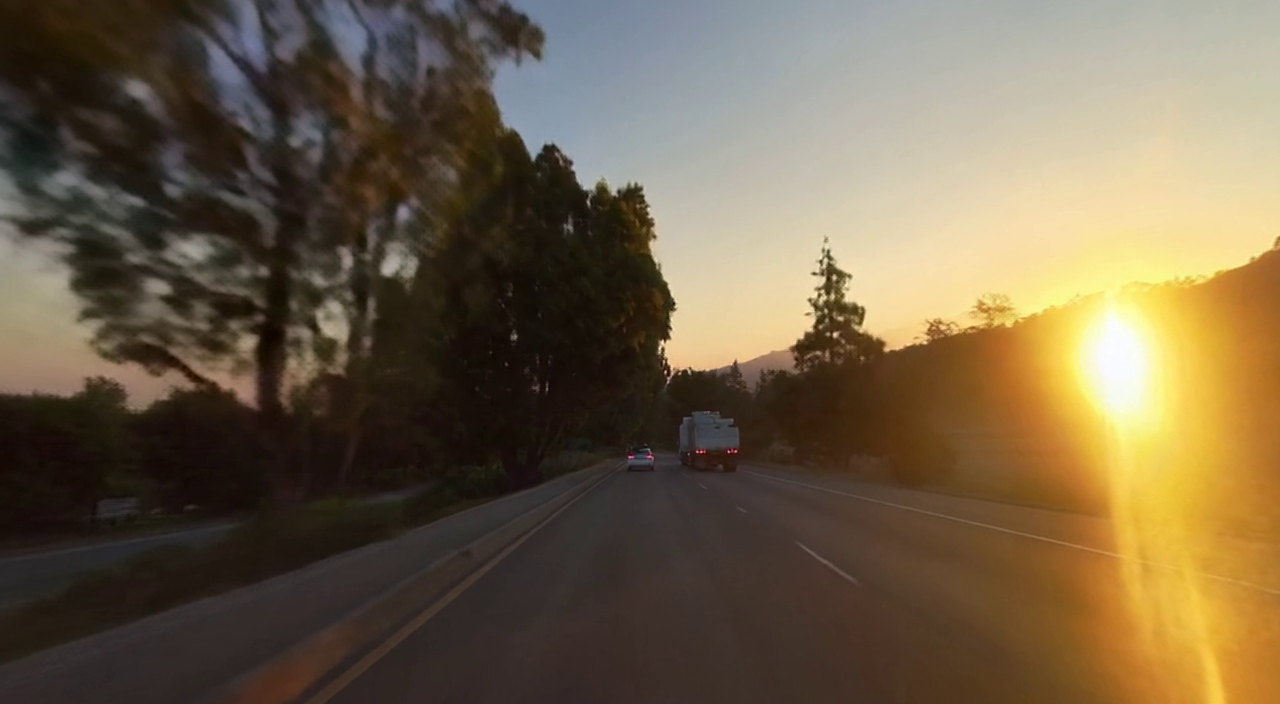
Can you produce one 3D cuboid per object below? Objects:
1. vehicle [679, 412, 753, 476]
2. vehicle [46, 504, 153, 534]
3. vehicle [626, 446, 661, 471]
[{"bbox_3d":[4.061,5.208,35.509,3.015,3.211,7.982,0,-8,-1],"label":"vehicle"},{"bbox_3d":[-35.275,10.895,41.024,5.050,1.668,2.065,0,-8,1],"label":"vehicle"},{"bbox_3d":[0.257,6.925,41.117,2.170,1.544,4.373,0,-8,1],"label":"vehicle"}]
